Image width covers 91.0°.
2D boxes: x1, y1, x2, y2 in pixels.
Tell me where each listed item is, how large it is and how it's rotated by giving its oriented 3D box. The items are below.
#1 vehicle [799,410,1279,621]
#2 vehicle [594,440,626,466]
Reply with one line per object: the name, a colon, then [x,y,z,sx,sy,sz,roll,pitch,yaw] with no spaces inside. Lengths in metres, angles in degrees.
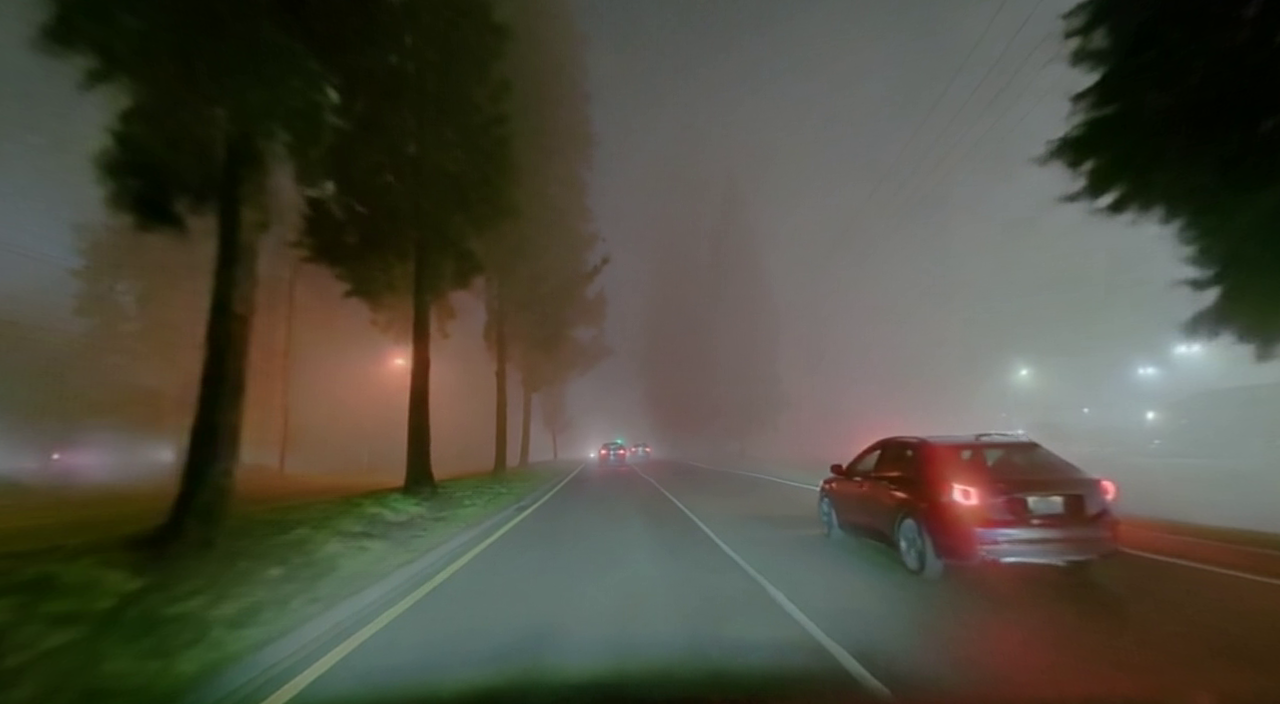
vehicle: [3.734,1.635,7.367,2.235,1.597,4.918,0,-9,-3]
vehicle: [-2.229,7.259,45.334,2.189,1.776,4.342,1,-9,-4]
